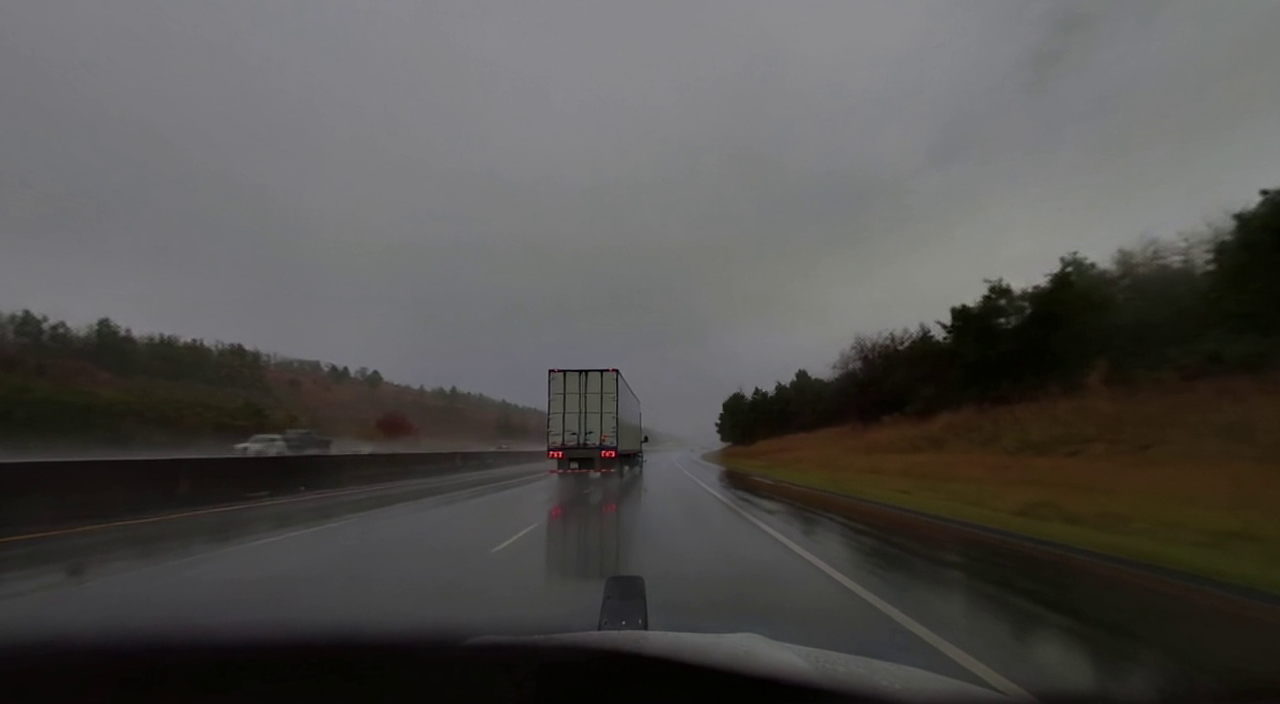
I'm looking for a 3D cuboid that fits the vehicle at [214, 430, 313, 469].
[{"bbox_3d":[-22.314,5.816,37.667,2.631,2.155,5.143,0,-9,1],"label":"vehicle"}]

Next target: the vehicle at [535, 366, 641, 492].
[{"bbox_3d":[-1.663,3.596,27.773,2.851,4.098,14.436,0,-9,2],"label":"vehicle"}]

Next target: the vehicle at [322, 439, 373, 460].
[{"bbox_3d":[-21.908,7.314,47.303,1.779,1.467,4.047,0,-9,1],"label":"vehicle"}]
